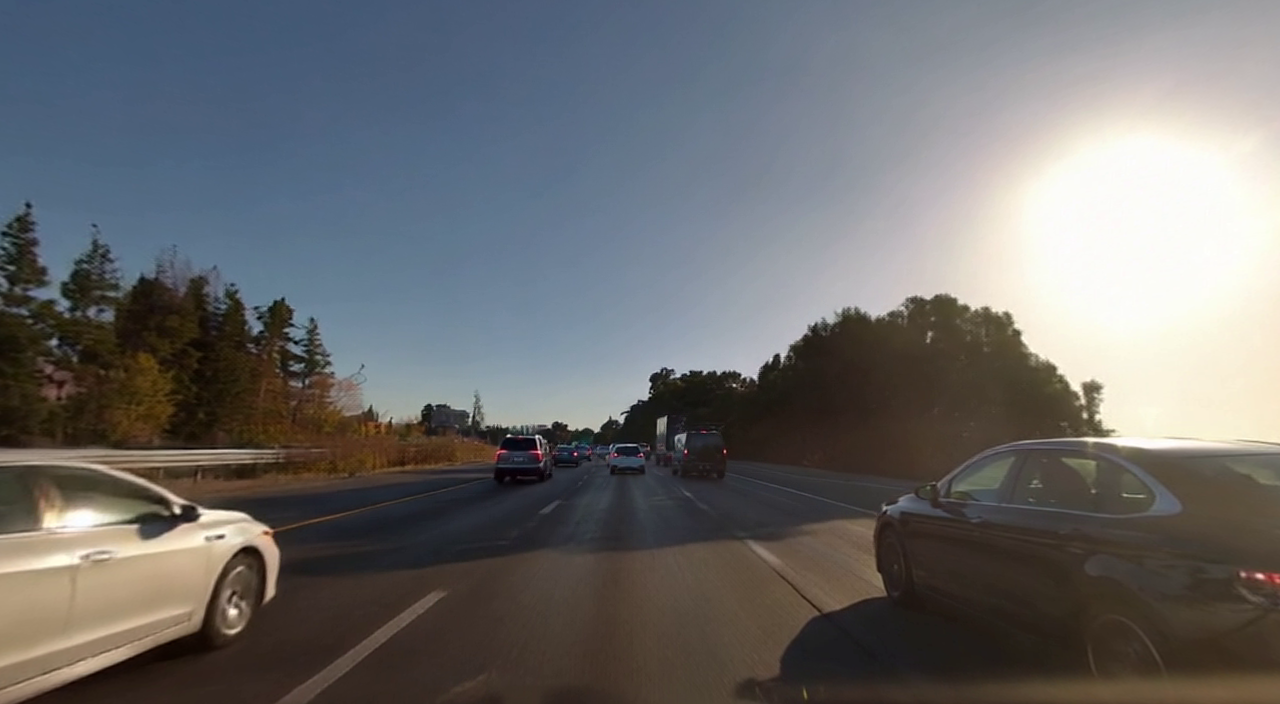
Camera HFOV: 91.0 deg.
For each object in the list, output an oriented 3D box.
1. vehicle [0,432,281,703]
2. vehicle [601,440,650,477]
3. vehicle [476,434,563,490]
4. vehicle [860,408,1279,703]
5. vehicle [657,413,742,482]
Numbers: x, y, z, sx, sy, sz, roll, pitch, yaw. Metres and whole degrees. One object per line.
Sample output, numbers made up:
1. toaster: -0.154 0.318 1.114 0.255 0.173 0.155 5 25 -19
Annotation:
1. vehicle: -4.120 1.128 3.237 1.947 1.424 4.264 0 -9 1
2. vehicle: -0.668 5.182 30.805 2.235 1.682 4.094 0 -9 -1
3. vehicle: -4.195 3.921 22.848 2.176 1.783 4.799 0 -9 0
4. vehicle: 3.055 1.187 3.590 2.031 1.504 4.327 0 -9 0
5. vehicle: 3.007 5.472 36.304 3.426 3.279 12.313 0 -9 -1
